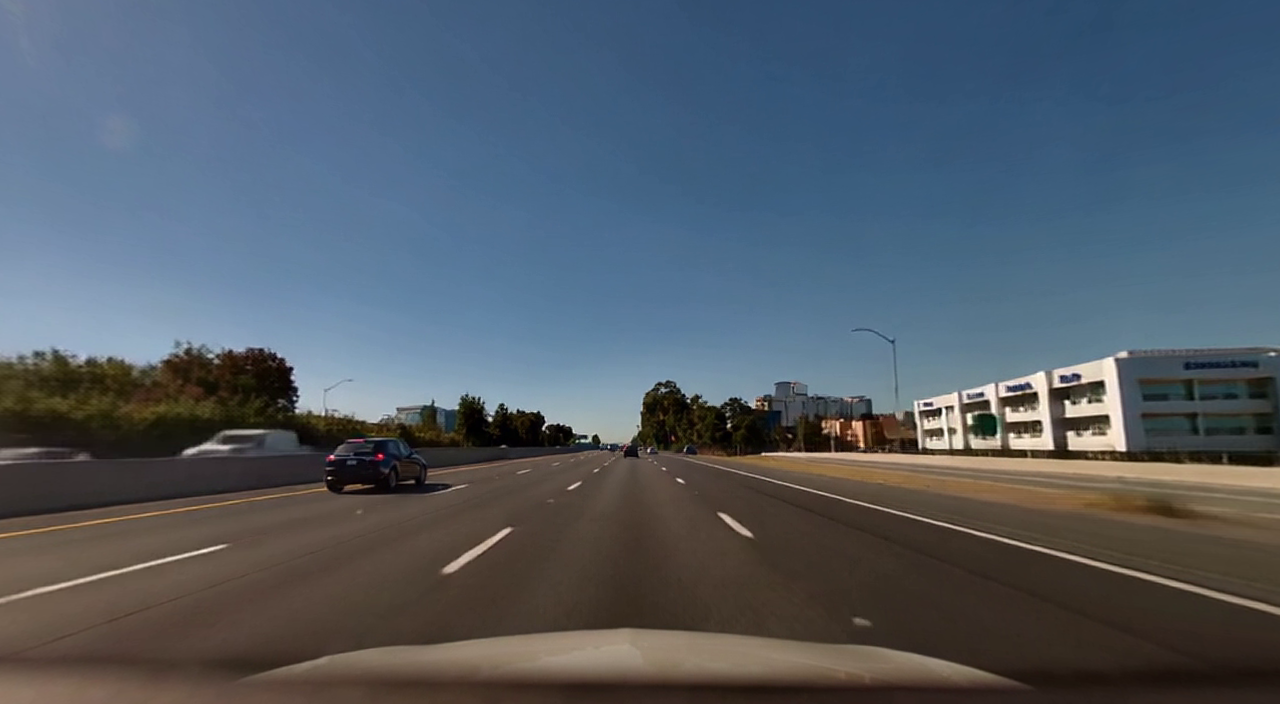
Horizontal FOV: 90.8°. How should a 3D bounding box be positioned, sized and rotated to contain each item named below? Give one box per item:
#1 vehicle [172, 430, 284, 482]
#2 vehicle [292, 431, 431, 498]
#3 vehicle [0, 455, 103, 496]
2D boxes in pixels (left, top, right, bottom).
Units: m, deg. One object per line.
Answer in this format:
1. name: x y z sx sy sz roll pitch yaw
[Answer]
1. vehicle: -18.167 4.598 28.174 1.989 2.086 4.489 0 -9 -1
2. vehicle: -7.922 3.232 18.538 2.089 1.724 4.327 0 -9 0
3. vehicle: -24.318 4.876 25.330 1.766 1.446 4.434 0 -9 -2
